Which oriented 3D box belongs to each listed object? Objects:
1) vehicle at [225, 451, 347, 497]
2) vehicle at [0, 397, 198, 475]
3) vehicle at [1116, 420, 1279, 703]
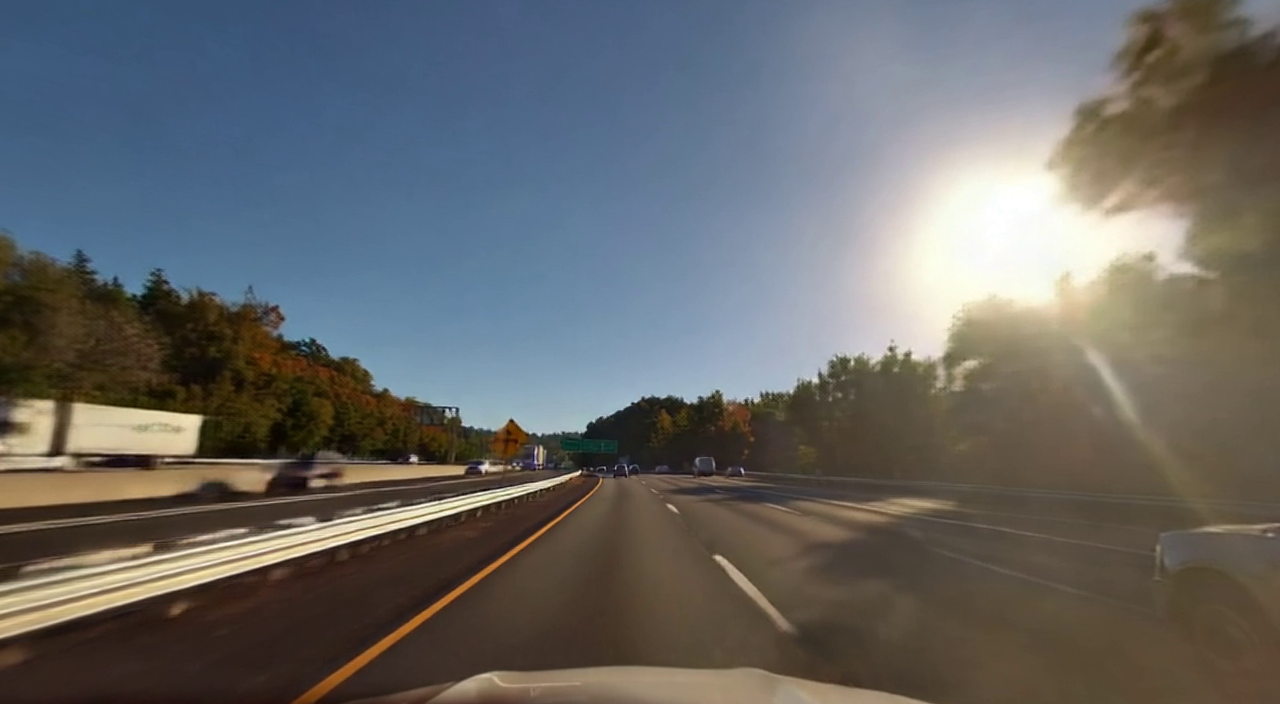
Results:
[{"bbox_3d":[-12.675,4.409,22.899,1.874,1.458,4.489,1,-10,-1],"label":"vehicle"},{"bbox_3d":[-30.188,4.848,34.739,3.006,3.649,10.097,-1,-10,8],"label":"vehicle"},{"bbox_3d":[4.050,0.852,1.639,1.965,1.502,4.599,1,-10,0],"label":"vehicle"}]
